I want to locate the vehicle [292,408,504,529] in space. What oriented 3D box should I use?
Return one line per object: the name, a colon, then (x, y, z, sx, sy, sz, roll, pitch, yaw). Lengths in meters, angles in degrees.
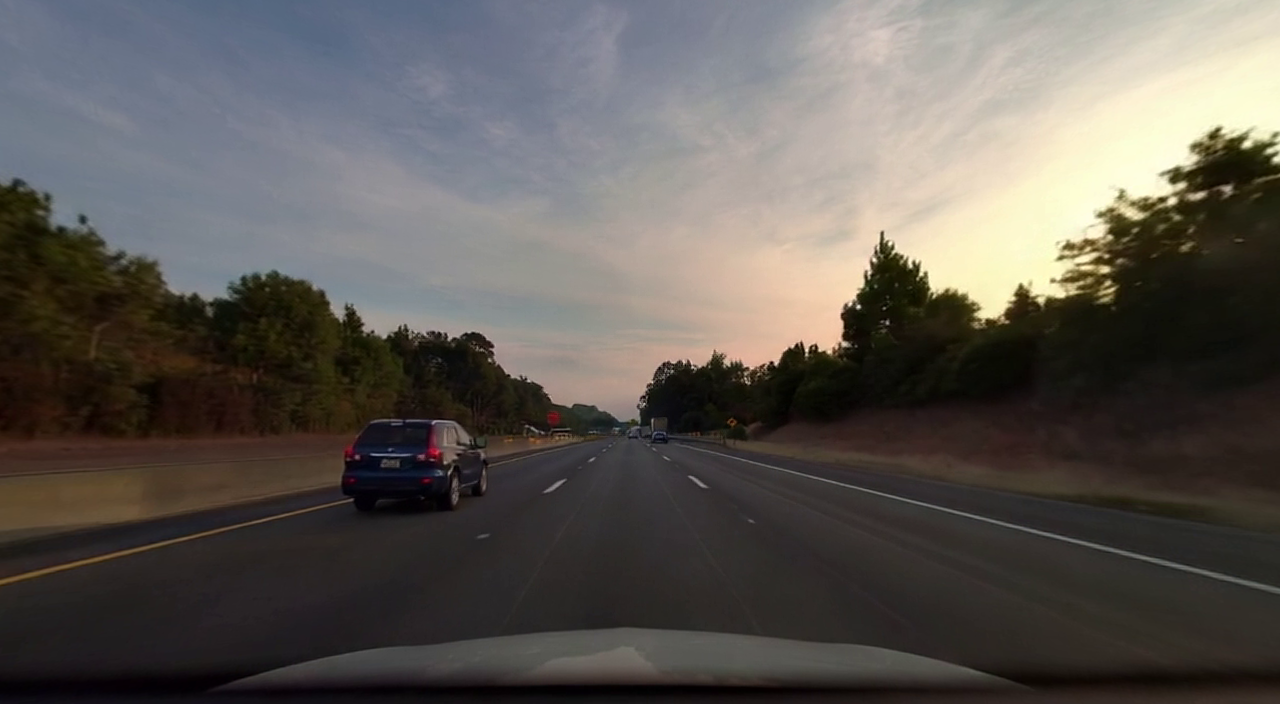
vehicle: (-3.694, 1.839, 10.512, 2.000, 1.620, 3.929, 0, -8, -1)
